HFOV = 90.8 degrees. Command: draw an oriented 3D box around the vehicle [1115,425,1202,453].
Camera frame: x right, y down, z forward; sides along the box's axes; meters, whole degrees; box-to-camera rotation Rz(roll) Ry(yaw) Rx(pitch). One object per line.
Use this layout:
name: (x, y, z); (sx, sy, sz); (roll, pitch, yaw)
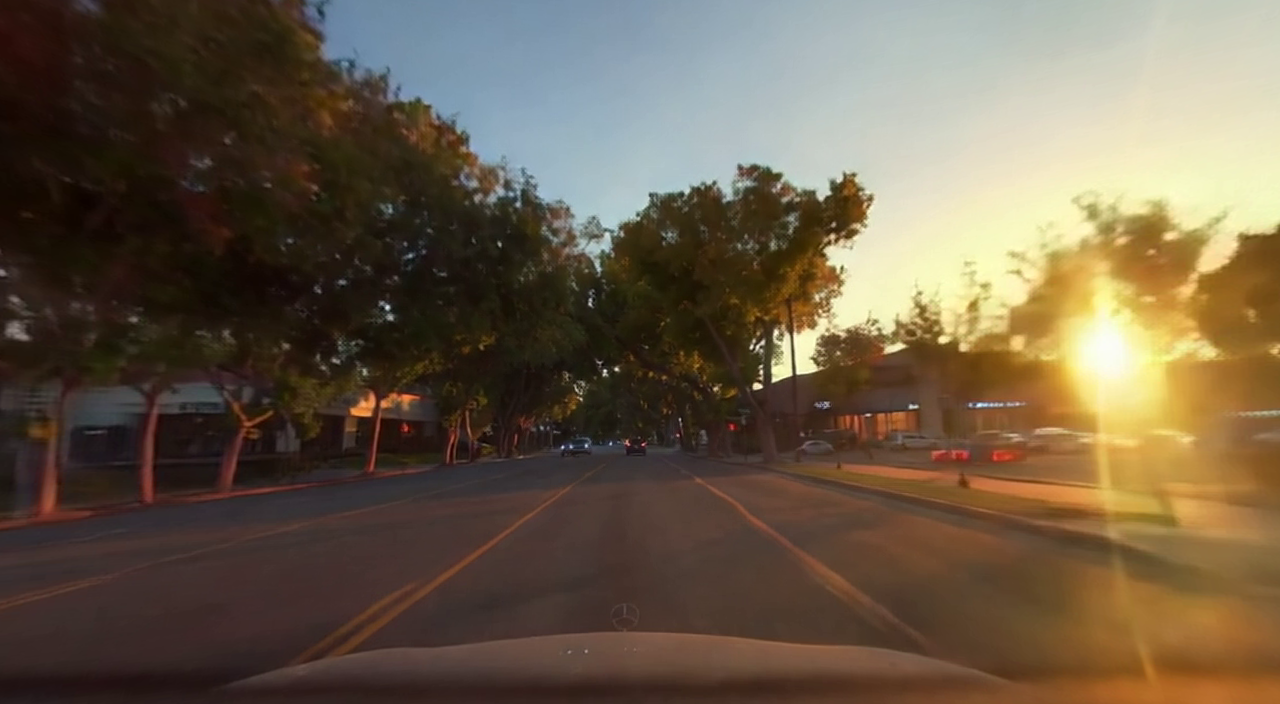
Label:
vehicle: (34.342, 5.817, 42.045); (1.843, 1.774, 4.626); (0, -8, 0)

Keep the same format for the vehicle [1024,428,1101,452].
vehicle: (31.533, 6.591, 47.414); (2.015, 1.681, 5.292); (0, -8, -2)

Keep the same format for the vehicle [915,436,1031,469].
vehicle: (16.767, 5.075, 31.968); (4.665, 1.570, 2.080); (0, -8, 0)
